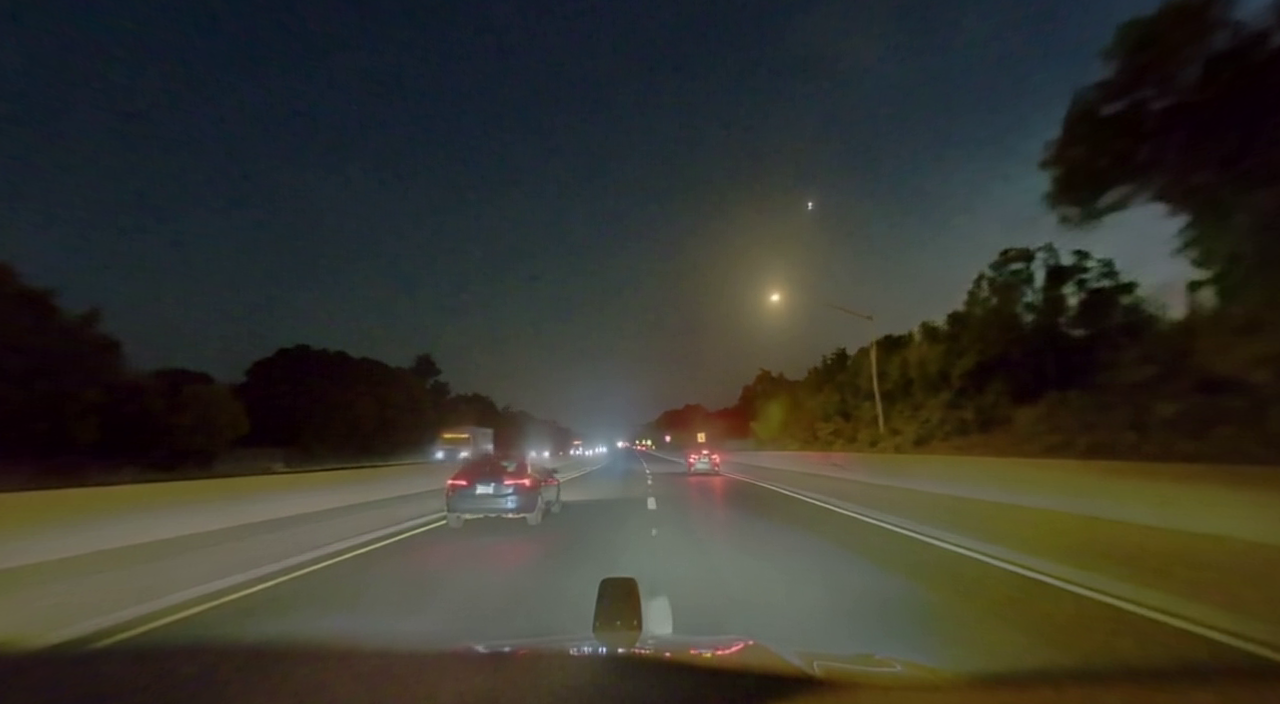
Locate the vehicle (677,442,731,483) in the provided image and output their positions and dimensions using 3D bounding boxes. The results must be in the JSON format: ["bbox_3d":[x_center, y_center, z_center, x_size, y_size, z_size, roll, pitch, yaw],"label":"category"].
[{"bbox_3d":[2.633,4.650,26.594,1.910,1.554,3.718,0,-9,1],"label":"vehicle"}]

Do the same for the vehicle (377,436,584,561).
[{"bbox_3d":[-2.103,2.084,9.656,2.013,1.479,4.169,0,-9,1],"label":"vehicle"}]
